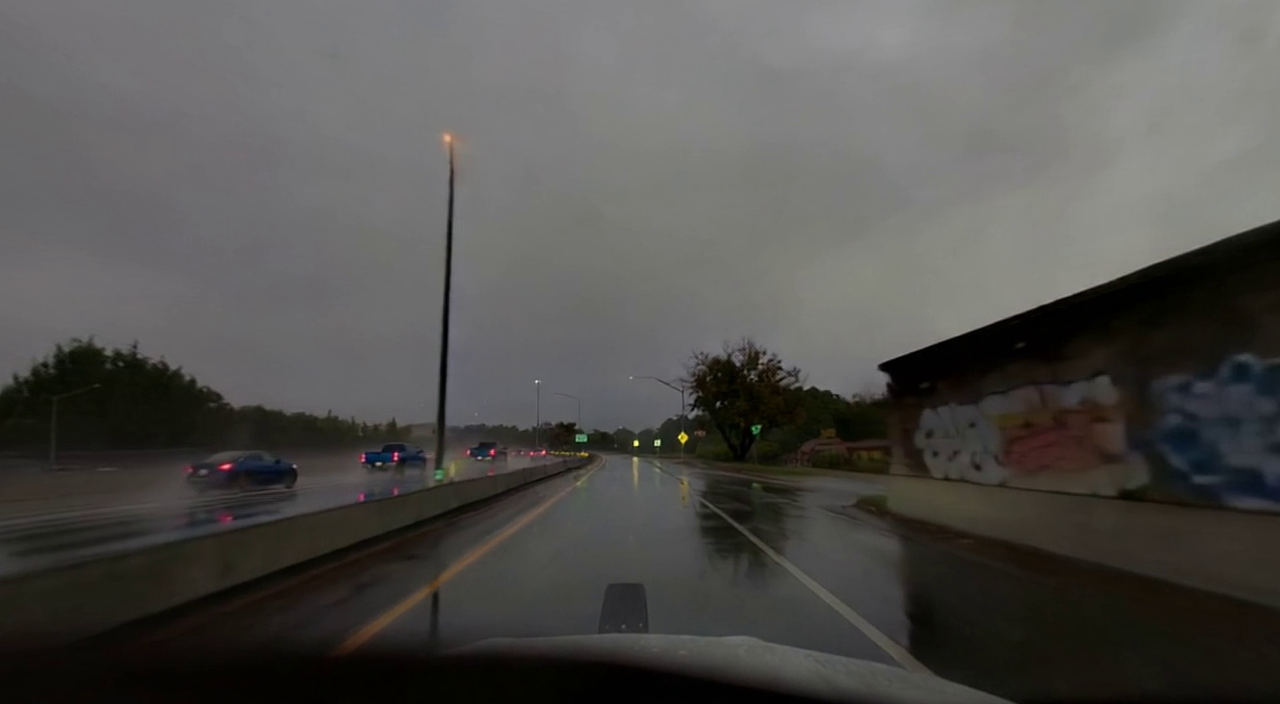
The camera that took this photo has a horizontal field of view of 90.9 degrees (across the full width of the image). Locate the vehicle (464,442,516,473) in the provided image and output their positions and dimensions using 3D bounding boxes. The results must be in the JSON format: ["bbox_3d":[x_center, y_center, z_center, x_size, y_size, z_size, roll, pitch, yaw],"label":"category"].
[{"bbox_3d":[-10.536,7.451,44.765,2.342,1.999,5.594,0,-9,0],"label":"vehicle"}]

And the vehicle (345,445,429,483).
[{"bbox_3d":[-13.990,6.210,35.405,2.272,1.882,5.941,0,-9,0],"label":"vehicle"}]

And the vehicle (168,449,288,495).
[{"bbox_3d":[-18.041,5.242,27.980,2.078,1.802,4.723,0,-9,0],"label":"vehicle"}]
